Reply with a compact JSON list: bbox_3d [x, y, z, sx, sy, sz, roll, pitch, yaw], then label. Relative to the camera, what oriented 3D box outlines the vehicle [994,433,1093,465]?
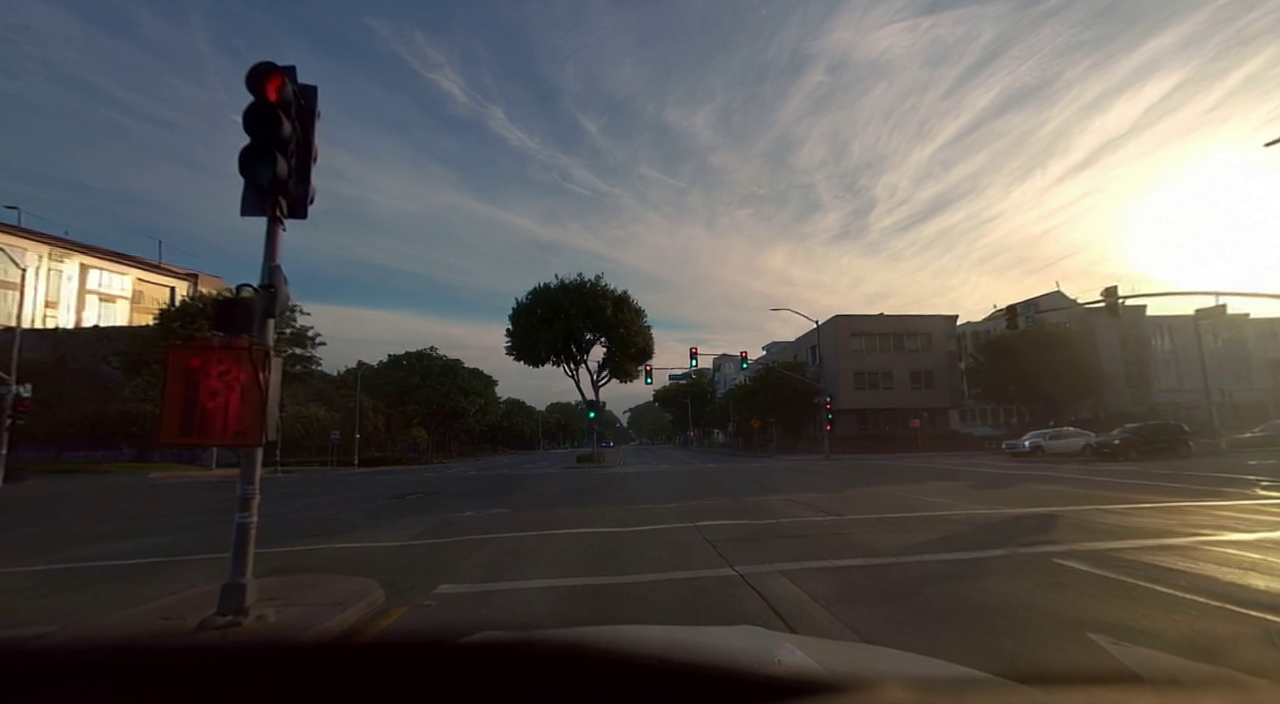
[{"bbox_3d":[22.029,5.298,34.391,4.769,1.634,1.884,3,-9,-18],"label":"vehicle"}]
